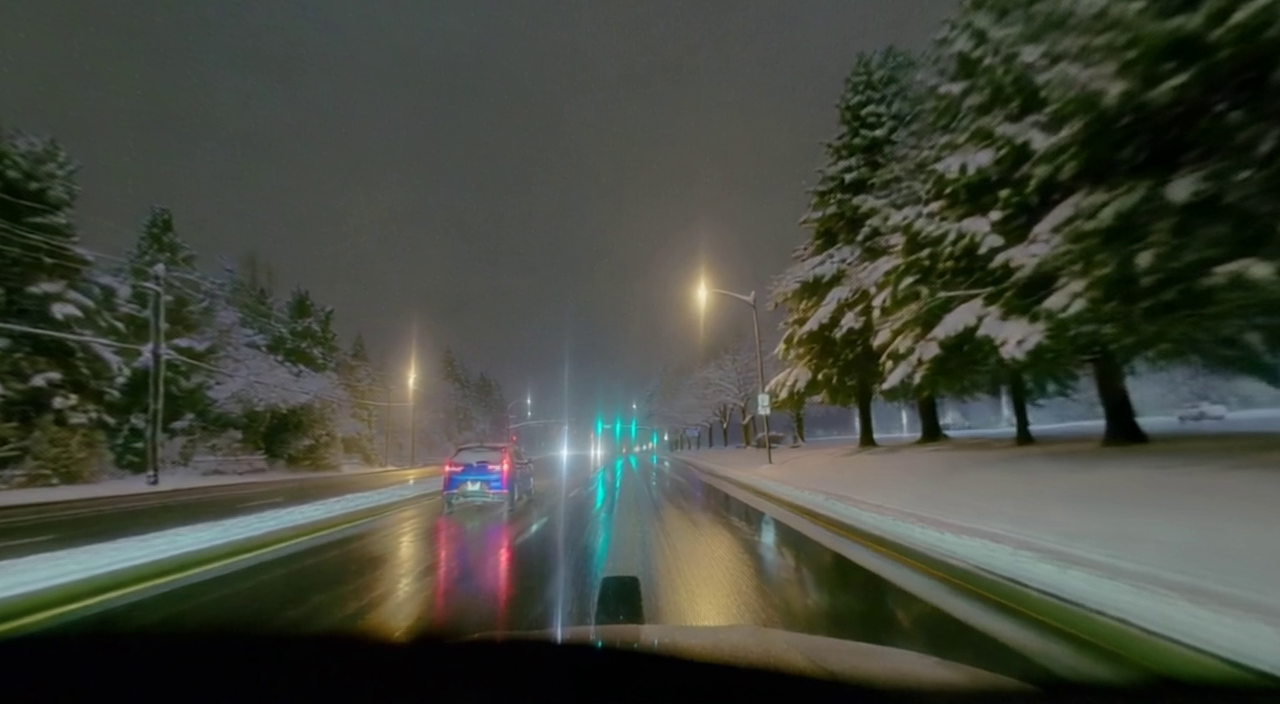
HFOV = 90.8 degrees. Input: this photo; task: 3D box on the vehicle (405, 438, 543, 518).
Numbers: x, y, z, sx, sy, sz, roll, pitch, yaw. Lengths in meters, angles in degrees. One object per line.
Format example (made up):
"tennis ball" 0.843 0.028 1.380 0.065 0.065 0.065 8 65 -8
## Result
"vehicle" -3.409 2.664 13.886 1.964 1.472 4.078 0 -9 -1
